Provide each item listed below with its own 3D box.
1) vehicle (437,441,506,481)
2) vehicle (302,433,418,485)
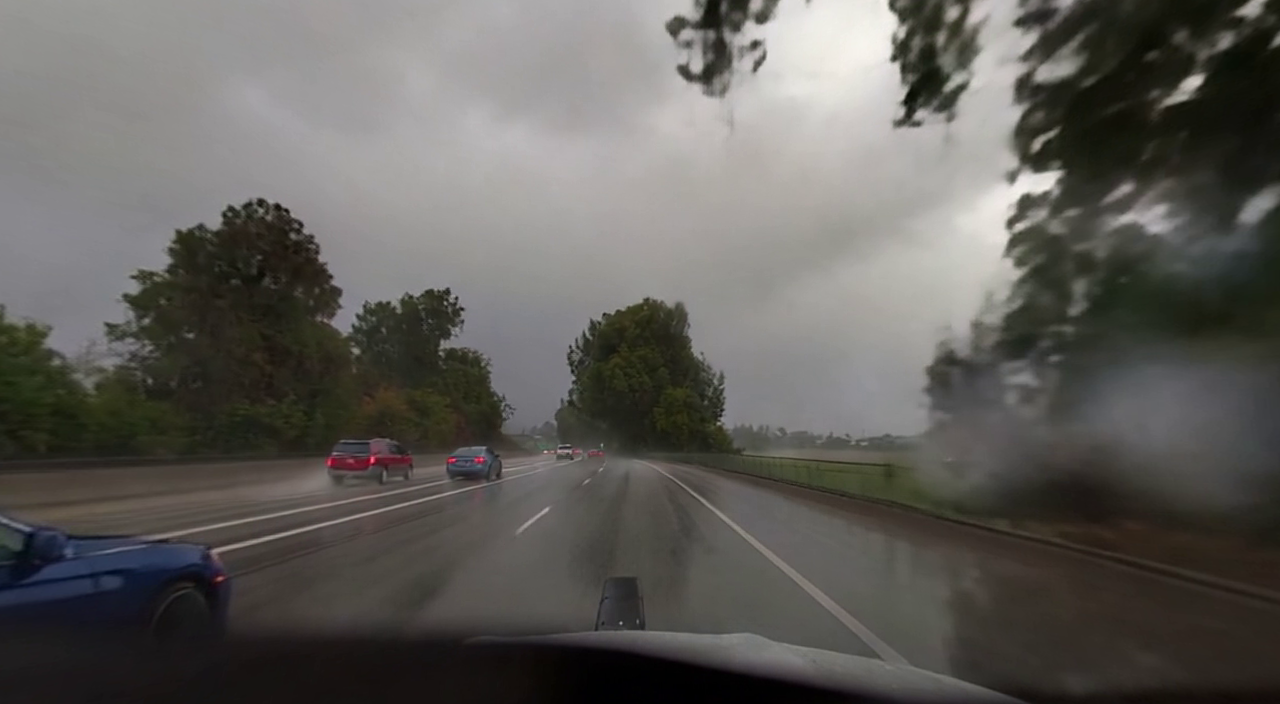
[{"bbox_3d":[-7.702,5.000,29.198,2.060,1.680,4.255,0,-9,-1],"label":"vehicle"},{"bbox_3d":[-11.716,4.520,26.936,2.425,1.926,5.584,0,-9,0],"label":"vehicle"}]
